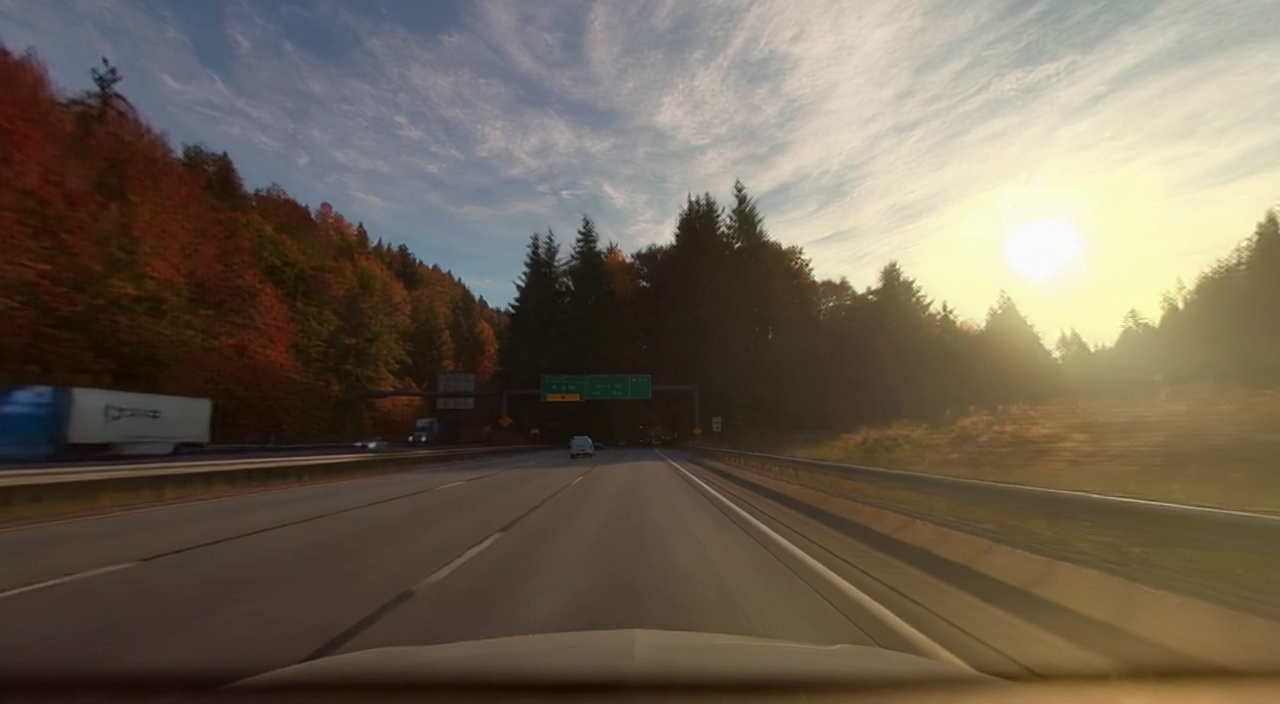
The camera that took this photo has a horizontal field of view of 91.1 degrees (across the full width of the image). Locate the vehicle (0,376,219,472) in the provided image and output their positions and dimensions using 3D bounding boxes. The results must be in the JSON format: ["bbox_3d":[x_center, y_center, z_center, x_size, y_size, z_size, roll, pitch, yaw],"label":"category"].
[{"bbox_3d":[-29.003,4.025,33.844,2.913,4.084,14.009,0,-8,0],"label":"vehicle"}]

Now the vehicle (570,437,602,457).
[{"bbox_3d":[-4.200,7.461,49.460,2.004,1.497,4.260,0,-8,1],"label":"vehicle"}]
